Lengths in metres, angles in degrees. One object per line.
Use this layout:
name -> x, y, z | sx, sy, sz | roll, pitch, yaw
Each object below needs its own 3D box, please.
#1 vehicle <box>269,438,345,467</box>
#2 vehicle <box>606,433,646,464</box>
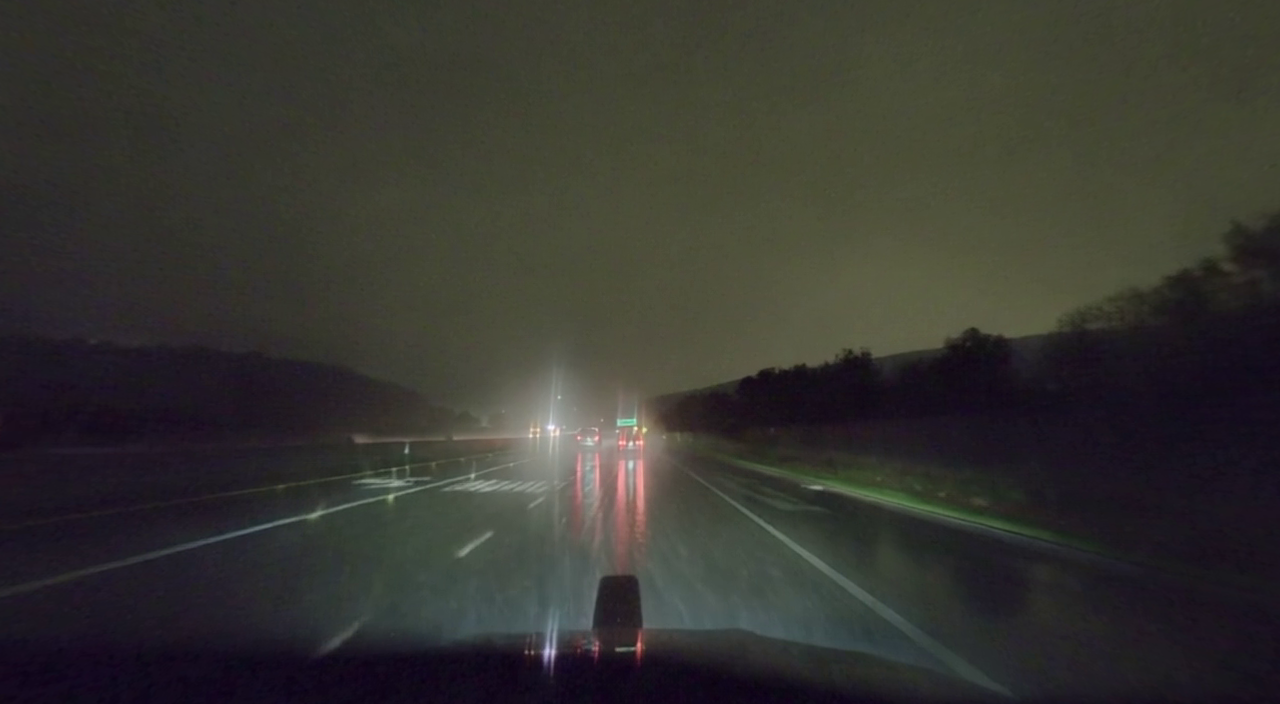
vehicle -> -19.575, 5.910, 37.245 | 1.908, 1.537, 4.798 | 0, -8, 0
vehicle -> -0.737, 4.896, 32.168 | 1.948, 1.470, 3.913 | 0, -8, -2
